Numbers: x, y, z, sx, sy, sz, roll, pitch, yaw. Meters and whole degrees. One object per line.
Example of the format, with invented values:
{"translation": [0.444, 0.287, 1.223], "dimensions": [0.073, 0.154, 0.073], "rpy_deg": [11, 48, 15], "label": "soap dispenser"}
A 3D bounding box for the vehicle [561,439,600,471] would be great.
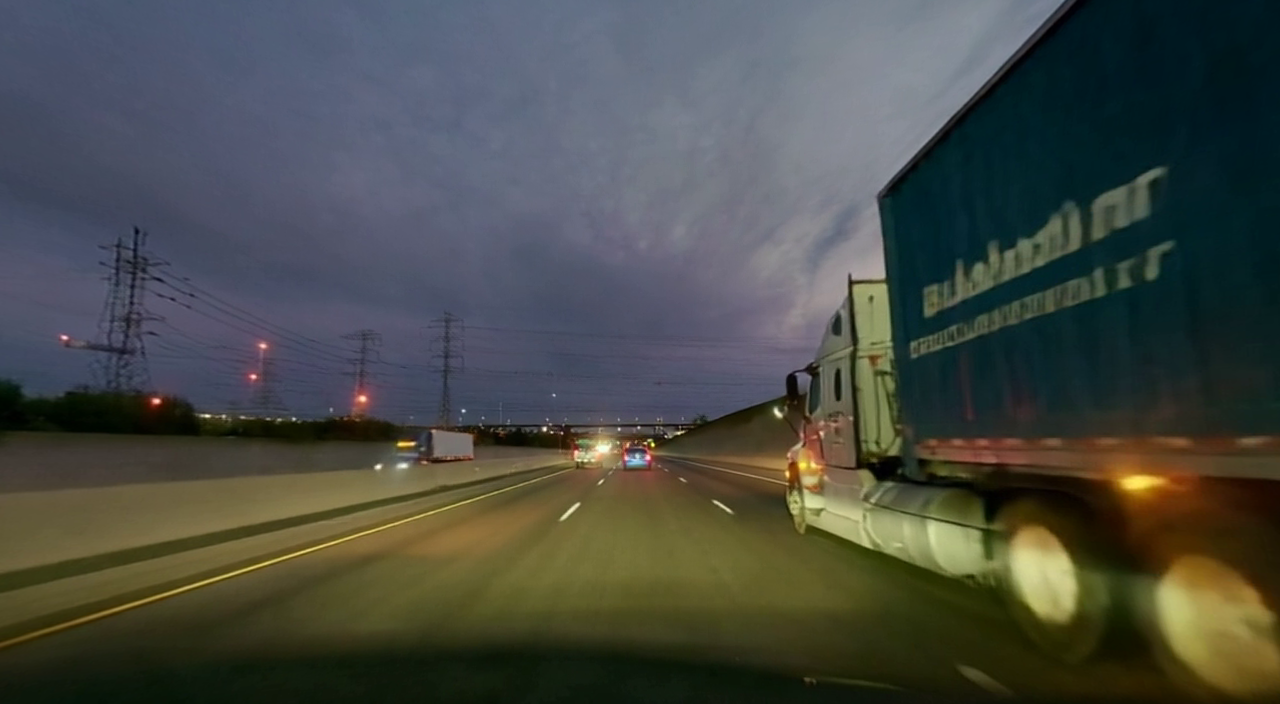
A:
{"translation": [-3.820, 6.716, 40.946], "dimensions": [2.077, 1.884, 4.961], "rpy_deg": [0, -9, 0], "label": "vehicle"}

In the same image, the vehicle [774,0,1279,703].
{"translation": [3.838, 0.148, 5.266], "dimensions": [3.011, 3.930, 10.078], "rpy_deg": [0, -9, -1], "label": "vehicle"}

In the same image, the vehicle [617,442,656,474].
{"translation": [-0.212, 5.786, 34.350], "dimensions": [2.004, 1.615, 4.113], "rpy_deg": [0, -9, 0], "label": "vehicle"}

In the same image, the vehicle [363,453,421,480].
{"translation": [-15.649, 7.205, 39.725], "dimensions": [1.835, 1.528, 4.482], "rpy_deg": [0, -9, 0], "label": "vehicle"}
